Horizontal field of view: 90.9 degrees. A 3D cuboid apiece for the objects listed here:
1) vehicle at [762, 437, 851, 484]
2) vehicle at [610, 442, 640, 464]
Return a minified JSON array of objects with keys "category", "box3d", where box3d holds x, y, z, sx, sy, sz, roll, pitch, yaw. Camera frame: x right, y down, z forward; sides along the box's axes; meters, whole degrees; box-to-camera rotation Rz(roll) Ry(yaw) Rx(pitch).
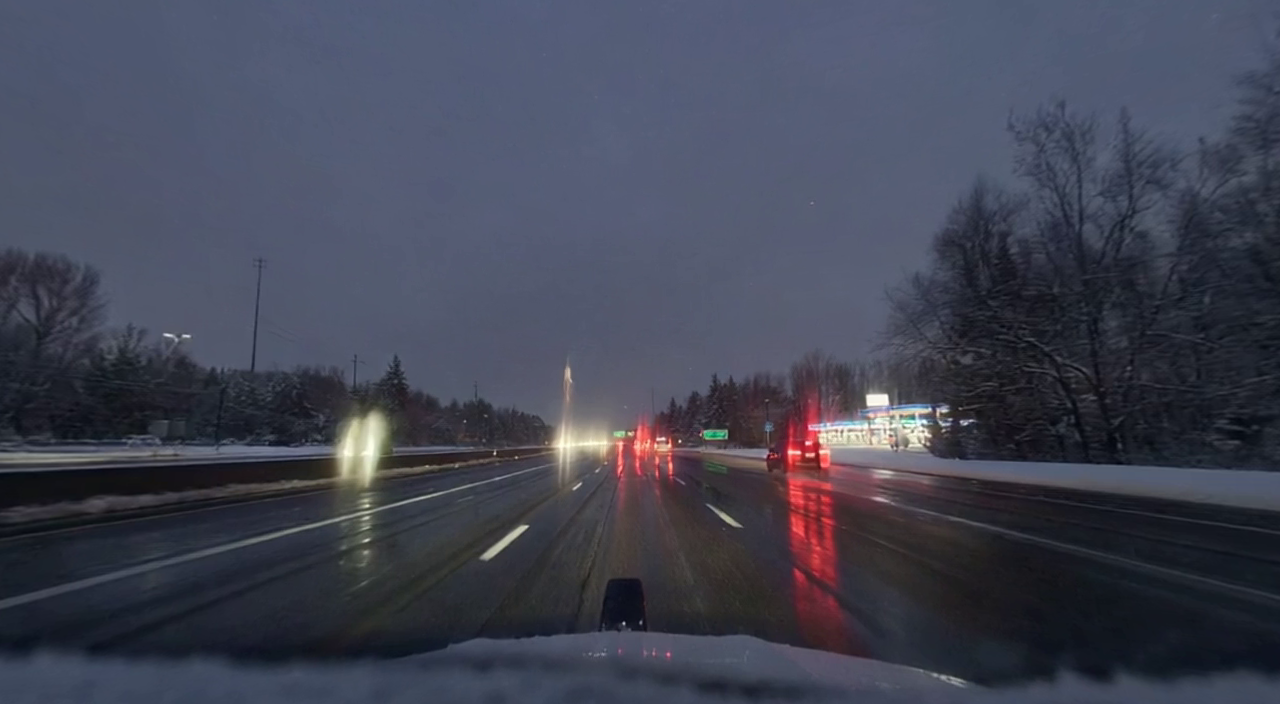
[{"category":"vehicle","box3d":[5.615,3.723,21.909,1.867,1.463,4.295,0,-8,-1]},{"category":"vehicle","box3d":[-1.060,7.060,44.214,1.999,1.473,4.351,0,-8,-2]}]
